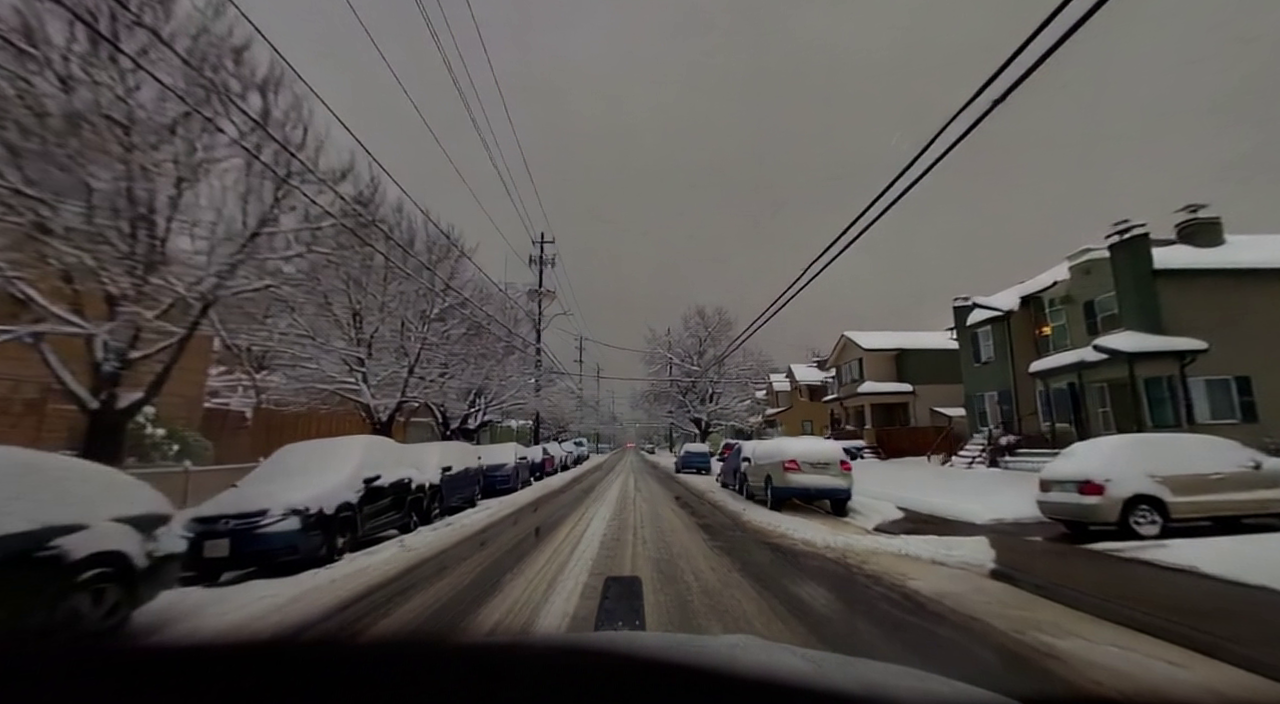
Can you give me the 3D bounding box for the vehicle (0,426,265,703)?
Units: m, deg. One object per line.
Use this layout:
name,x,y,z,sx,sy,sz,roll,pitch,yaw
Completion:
vehicle,-4.053,1.117,3.101,1.745,1.490,4.304,0,-8,0

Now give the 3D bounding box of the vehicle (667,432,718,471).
vehicle,3.085,6.042,38.484,2.564,2.155,6.053,0,-8,0

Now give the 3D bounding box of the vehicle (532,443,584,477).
vehicle,-3.900,5.234,30.770,1.979,1.471,4.366,1,-9,0

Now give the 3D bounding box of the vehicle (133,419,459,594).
vehicle,-3.845,1.767,8.028,1.876,1.645,3.911,0,-9,0

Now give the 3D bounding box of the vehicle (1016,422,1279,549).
vehicle,7.973,1.742,8.568,4.480,1.497,1.884,-1,-8,2

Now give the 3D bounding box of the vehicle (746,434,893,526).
vehicle,3.461,2.529,13.059,1.916,1.587,3.986,0,-9,1

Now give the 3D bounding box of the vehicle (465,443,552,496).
vehicle,-4.020,3.653,20.081,1.998,1.476,4.410,0,-9,-2
